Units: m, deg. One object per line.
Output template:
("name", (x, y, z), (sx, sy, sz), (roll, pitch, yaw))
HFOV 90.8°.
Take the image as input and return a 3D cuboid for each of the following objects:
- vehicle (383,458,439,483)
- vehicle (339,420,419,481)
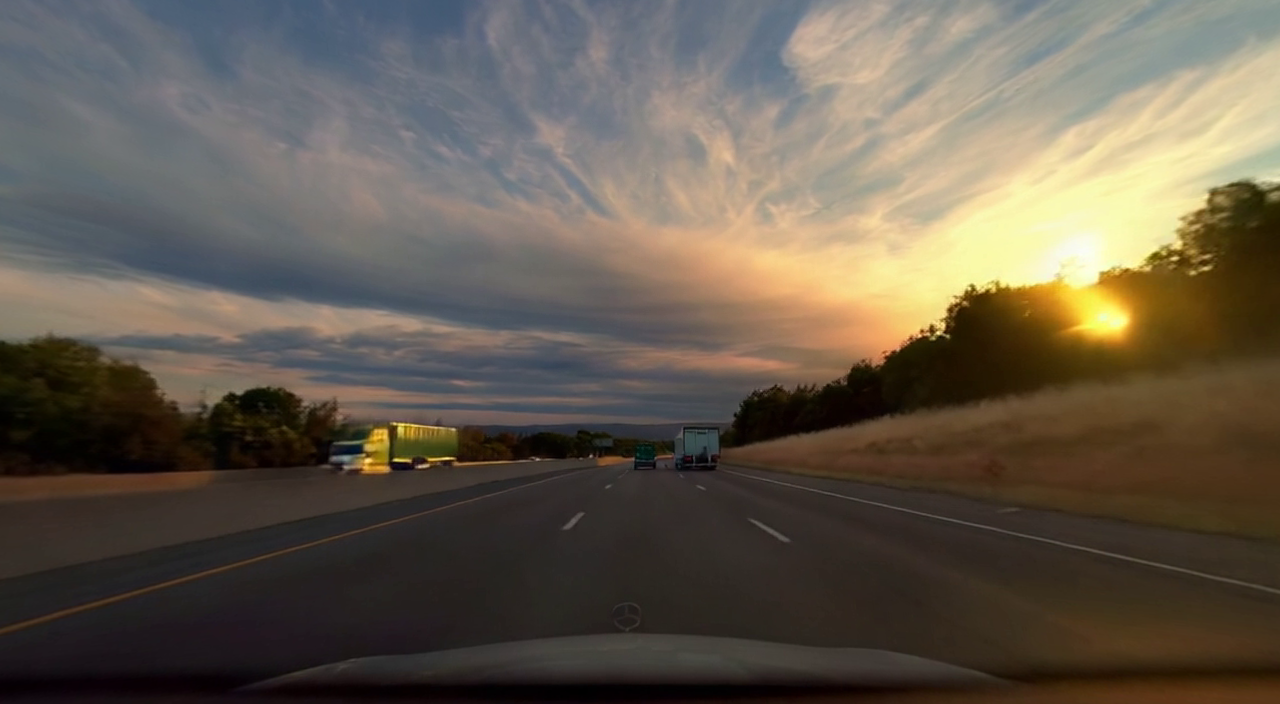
("vehicle", (-14.823, 7.653, 41.119), (1.897, 1.467, 4.566), (0, -9, 1))
("vehicle", (-18.350, 6.980, 44.839), (3.003, 4.022, 5.860), (0, -9, 1))
